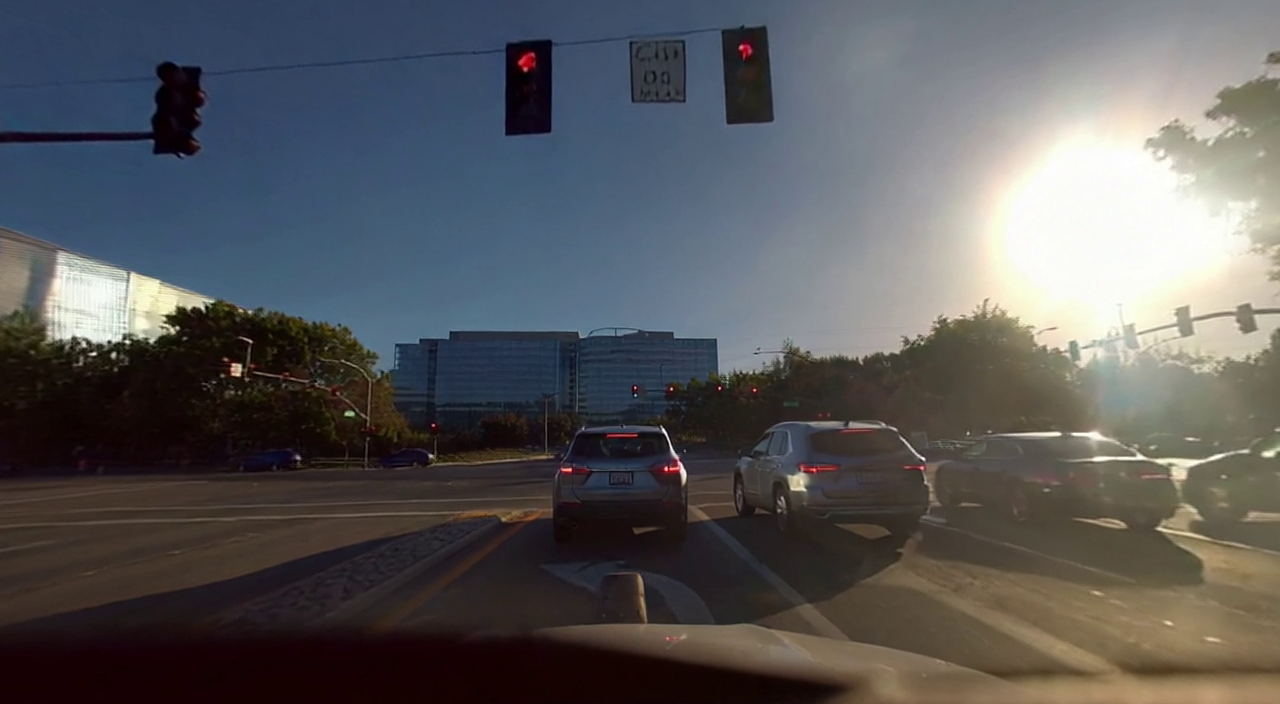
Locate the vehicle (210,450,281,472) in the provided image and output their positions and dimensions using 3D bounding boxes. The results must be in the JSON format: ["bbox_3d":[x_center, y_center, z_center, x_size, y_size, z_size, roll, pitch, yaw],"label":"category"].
[{"bbox_3d":[-29.772,8.238,47.756,4.253,1.610,1.800,-1,-9,8],"label":"vehicle"}]

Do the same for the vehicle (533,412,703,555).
[{"bbox_3d":[-0.324,1.896,9.753,2.039,1.698,4.144,0,-9,-2],"label":"vehicle"}]

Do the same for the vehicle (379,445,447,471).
[{"bbox_3d":[-15.541,7.208,43.136,4.318,1.712,2.188,-6,-10,34],"label":"vehicle"}]

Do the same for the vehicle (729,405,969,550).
[{"bbox_3d":[2.945,1.904,10.198,2.228,1.798,4.370,0,-9,-2],"label":"vehicle"}]

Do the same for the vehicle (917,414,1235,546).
[{"bbox_3d":[6.075,1.826,9.615,1.690,1.538,4.313,0,-9,-1],"label":"vehicle"}]
